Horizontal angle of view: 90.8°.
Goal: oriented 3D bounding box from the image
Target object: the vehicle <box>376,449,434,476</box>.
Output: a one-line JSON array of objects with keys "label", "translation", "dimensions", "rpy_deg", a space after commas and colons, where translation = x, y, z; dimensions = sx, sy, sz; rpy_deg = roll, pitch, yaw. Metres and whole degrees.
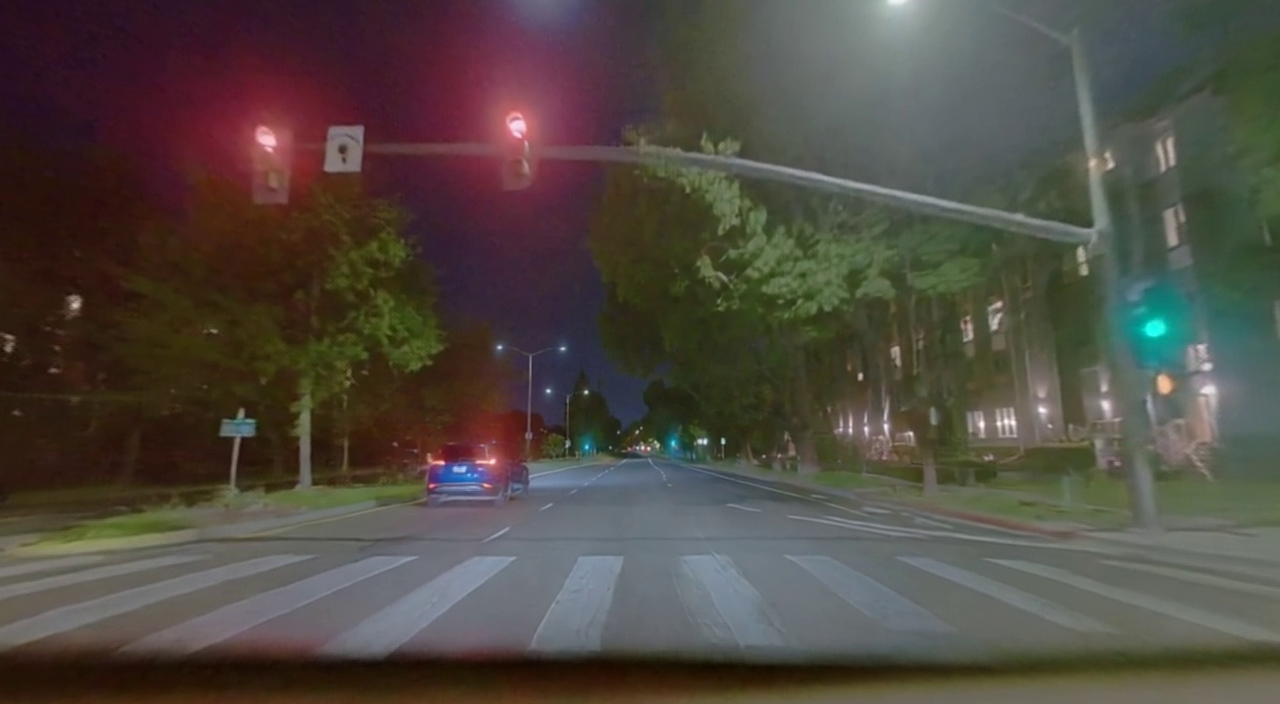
[{"label": "vehicle", "translation": [-16.669, 7.849, 45.057], "dimensions": [2.202, 1.724, 4.934], "rpy_deg": [0, -8, 1]}]

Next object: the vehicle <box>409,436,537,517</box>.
[{"label": "vehicle", "translation": [-3.977, 3.010, 15.894], "dimensions": [1.993, 1.733, 4.262], "rpy_deg": [0, -8, 1]}]
